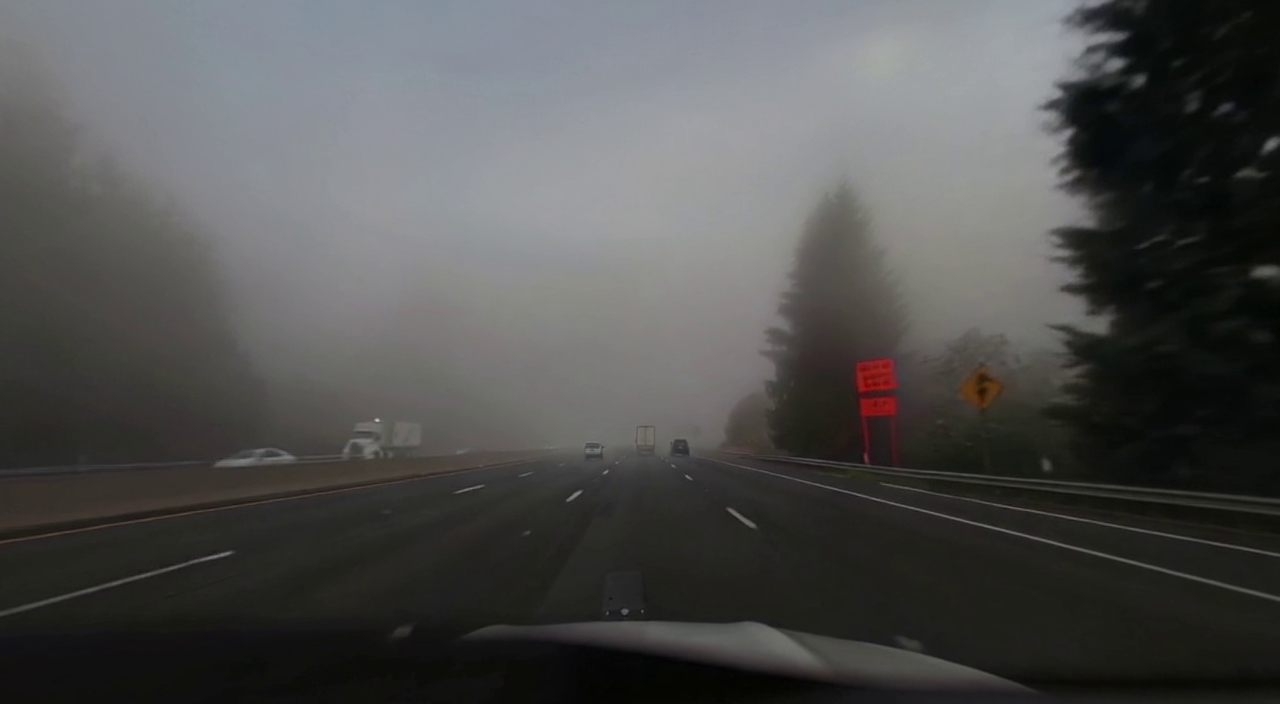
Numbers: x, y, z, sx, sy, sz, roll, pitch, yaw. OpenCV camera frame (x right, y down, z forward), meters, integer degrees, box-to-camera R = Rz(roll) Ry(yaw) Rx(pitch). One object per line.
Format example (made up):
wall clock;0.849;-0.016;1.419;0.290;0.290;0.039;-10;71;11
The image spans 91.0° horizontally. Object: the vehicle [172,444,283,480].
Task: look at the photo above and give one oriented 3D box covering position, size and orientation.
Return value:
vehicle;-19.547;5.197;30.147;2.023;1.591;4.712;0;-8;1
